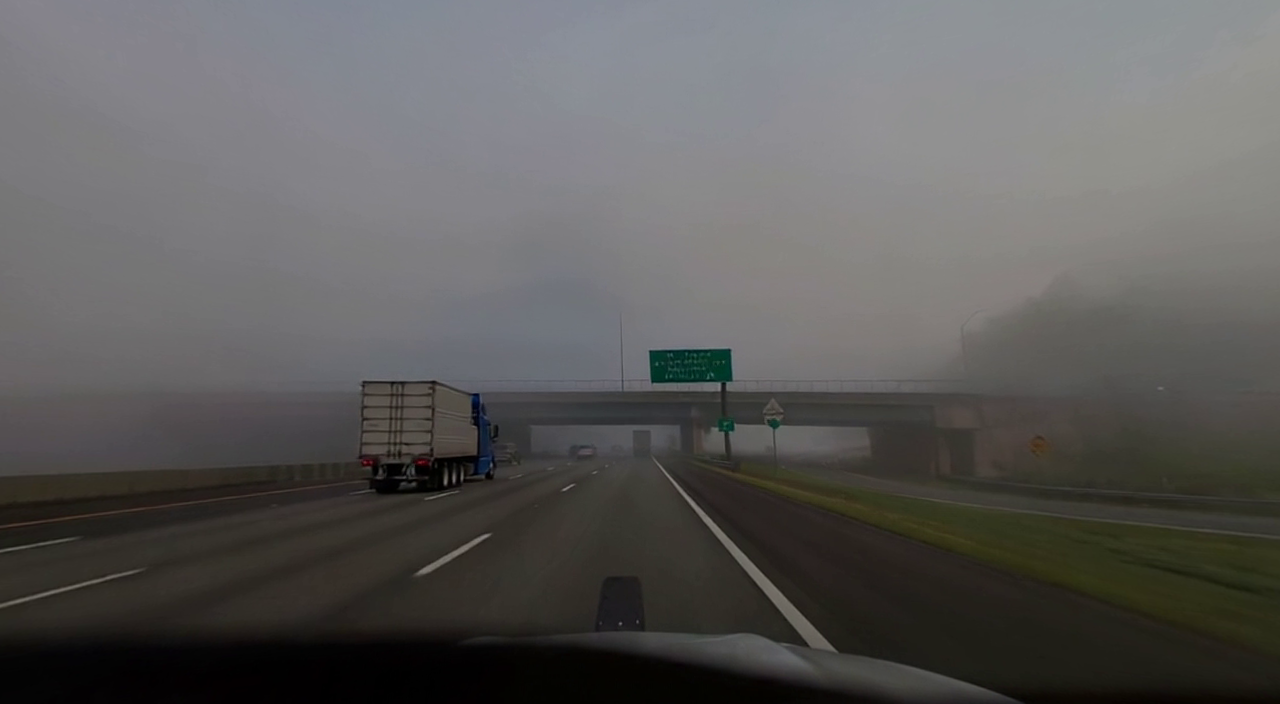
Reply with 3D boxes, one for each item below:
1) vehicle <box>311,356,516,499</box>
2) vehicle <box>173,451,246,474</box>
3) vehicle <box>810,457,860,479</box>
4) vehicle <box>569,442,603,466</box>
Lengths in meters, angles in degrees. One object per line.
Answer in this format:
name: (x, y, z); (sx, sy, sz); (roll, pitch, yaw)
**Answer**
vehicle: (-7.143, 2.808, 22.267); (3.303, 3.868, 10.298); (0, -9, 1)
vehicle: (-32.265, 8.261, 47.413); (1.979, 1.628, 4.951); (0, -9, 0)
vehicle: (14.338, 8.537, 46.572); (1.993, 1.466, 4.310); (1, -9, -6)
vehicle: (-4.016, 7.699, 47.571); (2.094, 1.695, 4.260); (0, -9, 1)
